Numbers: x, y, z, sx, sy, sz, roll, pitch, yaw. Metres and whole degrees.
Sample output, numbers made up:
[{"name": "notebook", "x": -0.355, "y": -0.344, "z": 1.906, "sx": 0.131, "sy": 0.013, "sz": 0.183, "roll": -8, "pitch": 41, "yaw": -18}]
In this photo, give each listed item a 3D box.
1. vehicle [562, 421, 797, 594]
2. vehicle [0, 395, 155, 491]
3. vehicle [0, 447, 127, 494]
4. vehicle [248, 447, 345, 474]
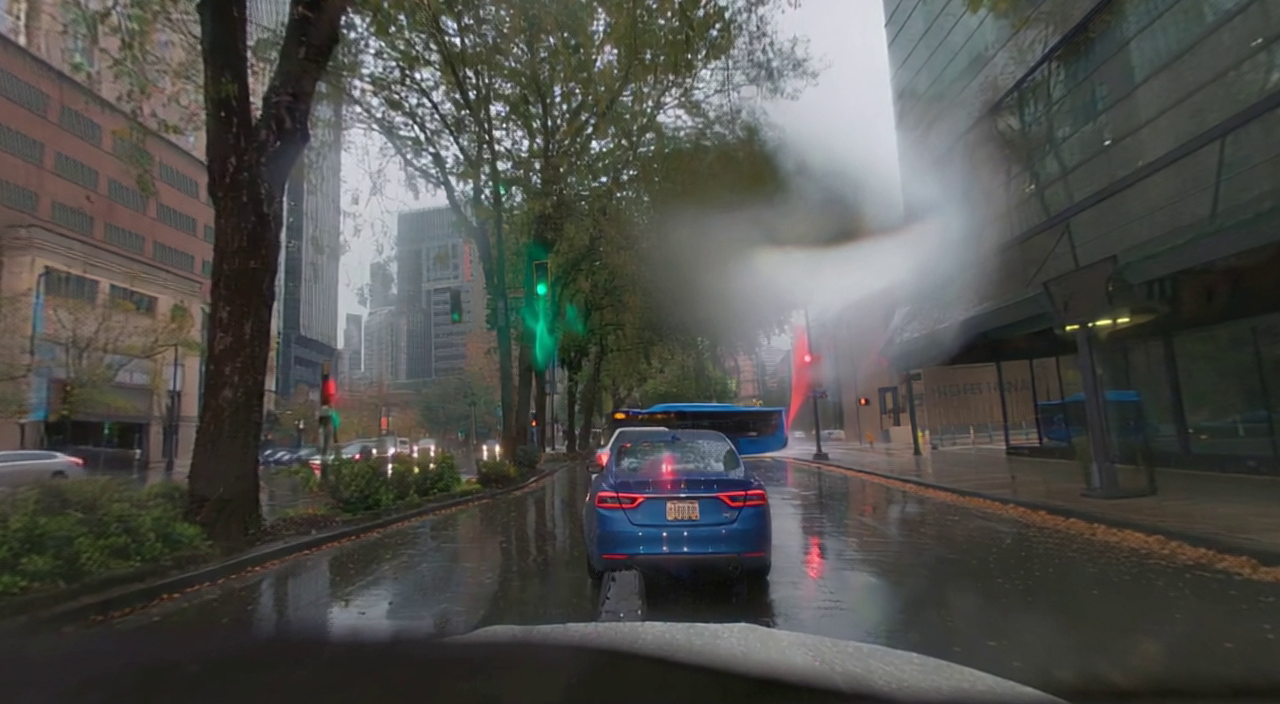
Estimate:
[{"name": "vehicle", "x": 0.374, "y": 1.621, "z": 7.398, "sx": 2.006, "sy": 1.470, "sz": 3.799, "roll": 0, "pitch": -8, "yaw": 1}, {"name": "vehicle", "x": -25.952, "y": 3.648, "z": 25.331, "sx": 2.692, "sy": 3.685, "sz": 10.153, "roll": -3, "pitch": -9, "yaw": 20}, {"name": "vehicle", "x": -22.892, "y": 4.472, "z": 24.189, "sx": 1.892, "sy": 1.645, "sz": 4.561, "roll": -3, "pitch": -9, "yaw": 19}, {"name": "vehicle", "x": -20.308, "y": 6.386, "z": 37.601, "sx": 1.883, "sy": 1.461, "sz": 4.830, "roll": -4, "pitch": -9, "yaw": 23}]
